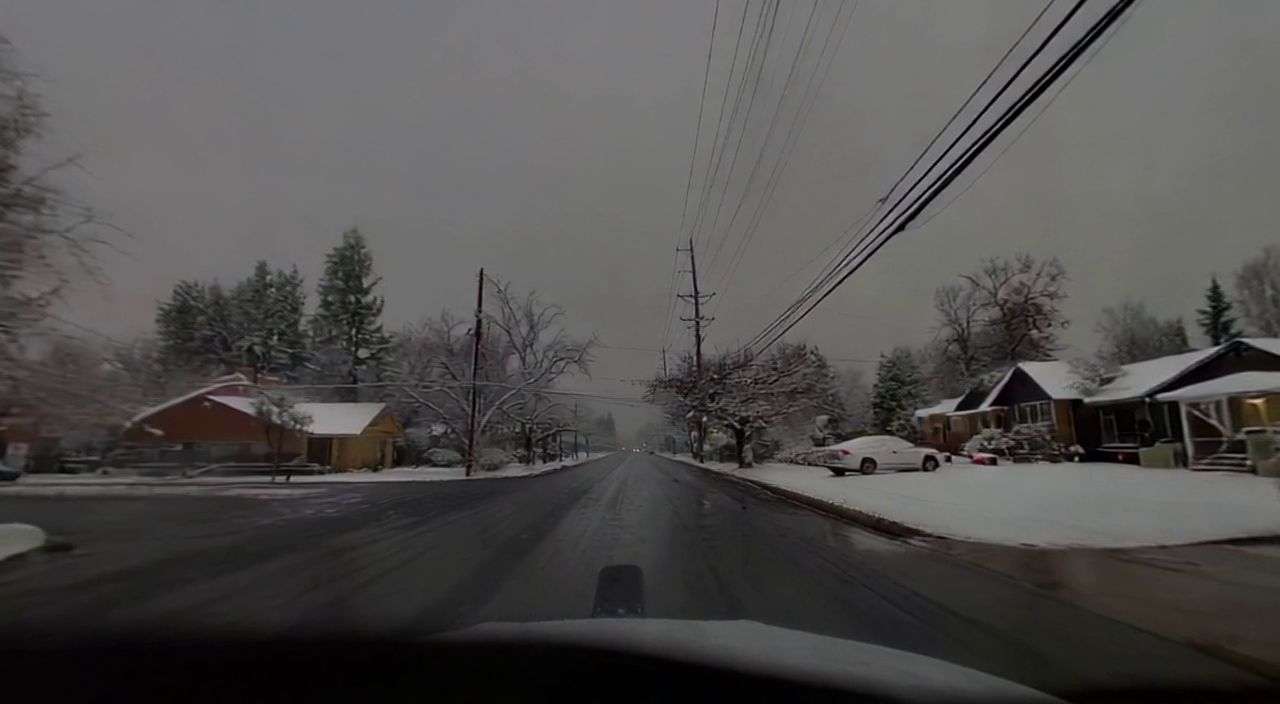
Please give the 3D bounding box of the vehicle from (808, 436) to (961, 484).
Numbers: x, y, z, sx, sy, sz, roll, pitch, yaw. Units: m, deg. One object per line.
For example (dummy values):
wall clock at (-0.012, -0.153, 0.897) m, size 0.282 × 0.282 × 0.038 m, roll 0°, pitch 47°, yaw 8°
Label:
vehicle at (9.079, 4.043, 23.840) m, size 4.846 × 1.577 × 2.146 m, roll -1°, pitch -9°, yaw 0°
